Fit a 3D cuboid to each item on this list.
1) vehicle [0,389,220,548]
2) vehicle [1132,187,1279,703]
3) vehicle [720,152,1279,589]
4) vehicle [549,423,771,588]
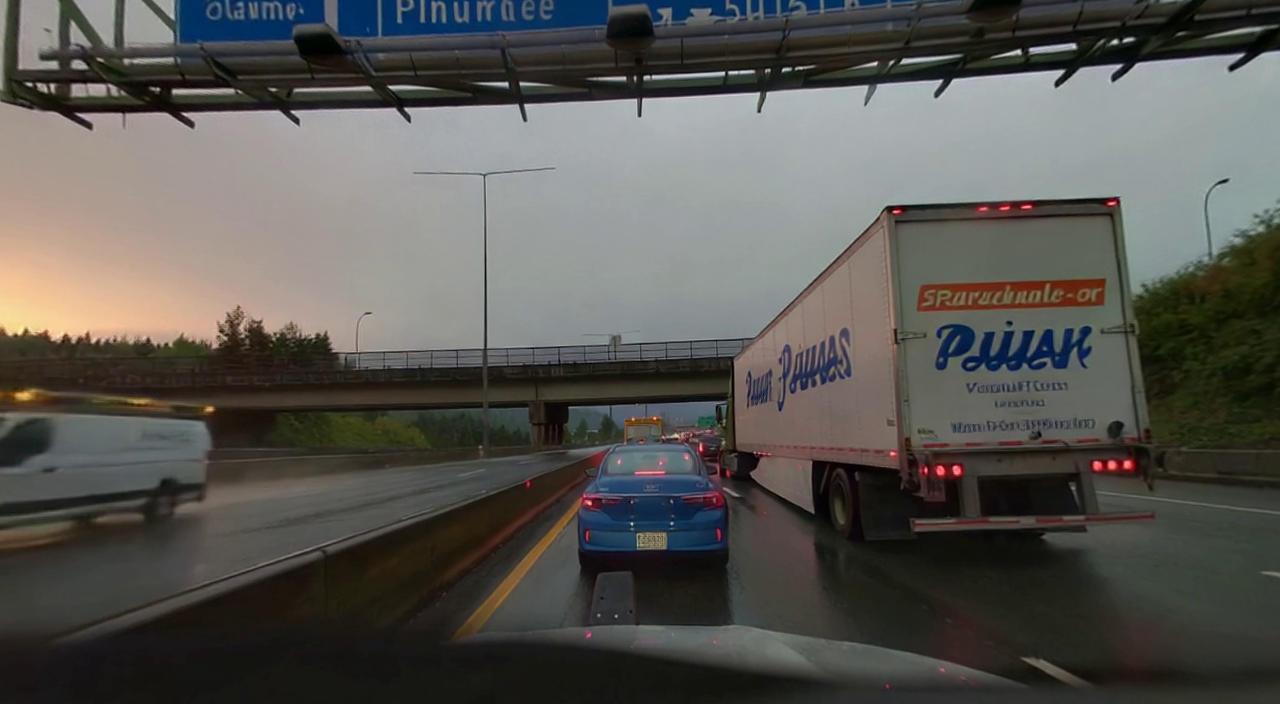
[{"bbox_3d":[-12.579,2.408,13.469,2.524,2.800,6.564,-1,-8,1],"label":"vehicle"},{"bbox_3d":[4.728,0.120,0.632,2.892,2.615,6.650,0,-8,-2],"label":"vehicle"},{"bbox_3d":[4.188,1.068,12.947,2.827,4.081,14.305,0,-8,-1],"label":"vehicle"},{"bbox_3d":[0.170,1.680,7.687,2.045,1.490,3.597,-1,-8,0],"label":"vehicle"}]
